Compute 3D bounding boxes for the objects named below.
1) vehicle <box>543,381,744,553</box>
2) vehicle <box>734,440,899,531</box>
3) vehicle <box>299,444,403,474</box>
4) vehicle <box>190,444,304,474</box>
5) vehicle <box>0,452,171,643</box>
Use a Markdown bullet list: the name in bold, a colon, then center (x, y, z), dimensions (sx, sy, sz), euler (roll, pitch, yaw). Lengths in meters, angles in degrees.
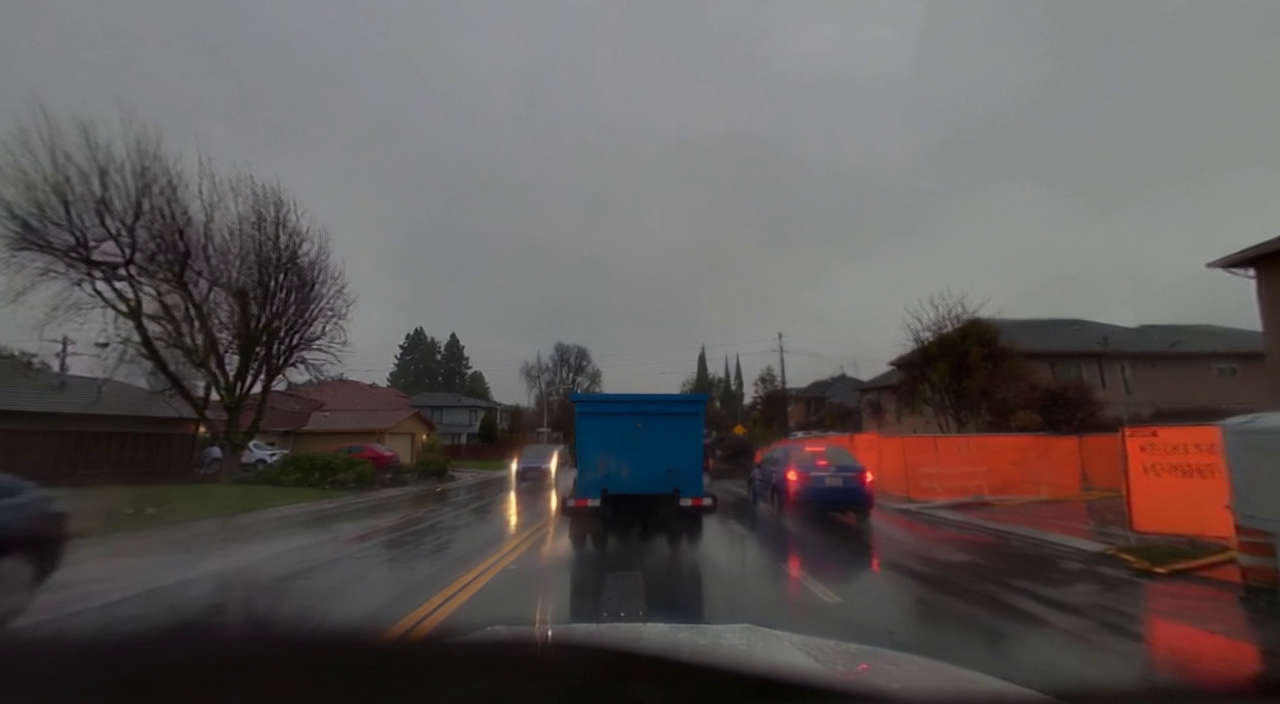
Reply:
- **vehicle**: center (0.085, 2.059, 11.917), dimensions (2.751, 2.361, 6.347), euler (0, -9, 1)
- **vehicle**: center (3.311, 2.587, 12.860), dimensions (2.010, 1.499, 4.481), euler (0, -9, -1)
- **vehicle**: center (-15.105, 5.603, 32.960), dimensions (4.490, 1.500, 1.875), euler (0, -9, -2)
- **vehicle**: center (-20.386, 5.553, 32.665), dimensions (4.706, 1.468, 1.817), euler (-1, -9, 3)
- **vehicle**: center (-6.196, 1.531, 4.632), dimensions (1.953, 1.528, 4.492), euler (0, -9, 0)
